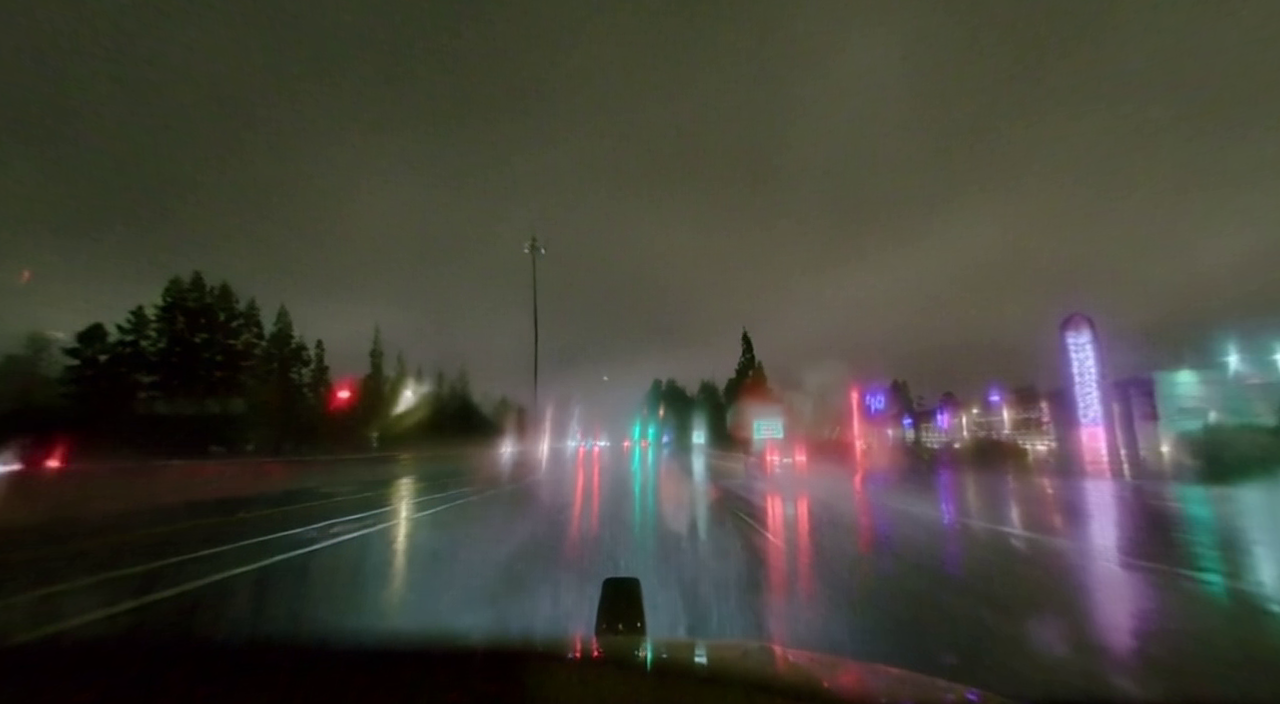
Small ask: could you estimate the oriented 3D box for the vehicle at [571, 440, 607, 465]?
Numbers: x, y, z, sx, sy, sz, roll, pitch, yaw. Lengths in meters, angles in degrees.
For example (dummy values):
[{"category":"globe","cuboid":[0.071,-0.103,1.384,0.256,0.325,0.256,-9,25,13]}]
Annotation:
[{"category":"vehicle","cuboid":[-3.386,6.744,42.201,2.015,1.557,4.229,0,-9,1]}]
